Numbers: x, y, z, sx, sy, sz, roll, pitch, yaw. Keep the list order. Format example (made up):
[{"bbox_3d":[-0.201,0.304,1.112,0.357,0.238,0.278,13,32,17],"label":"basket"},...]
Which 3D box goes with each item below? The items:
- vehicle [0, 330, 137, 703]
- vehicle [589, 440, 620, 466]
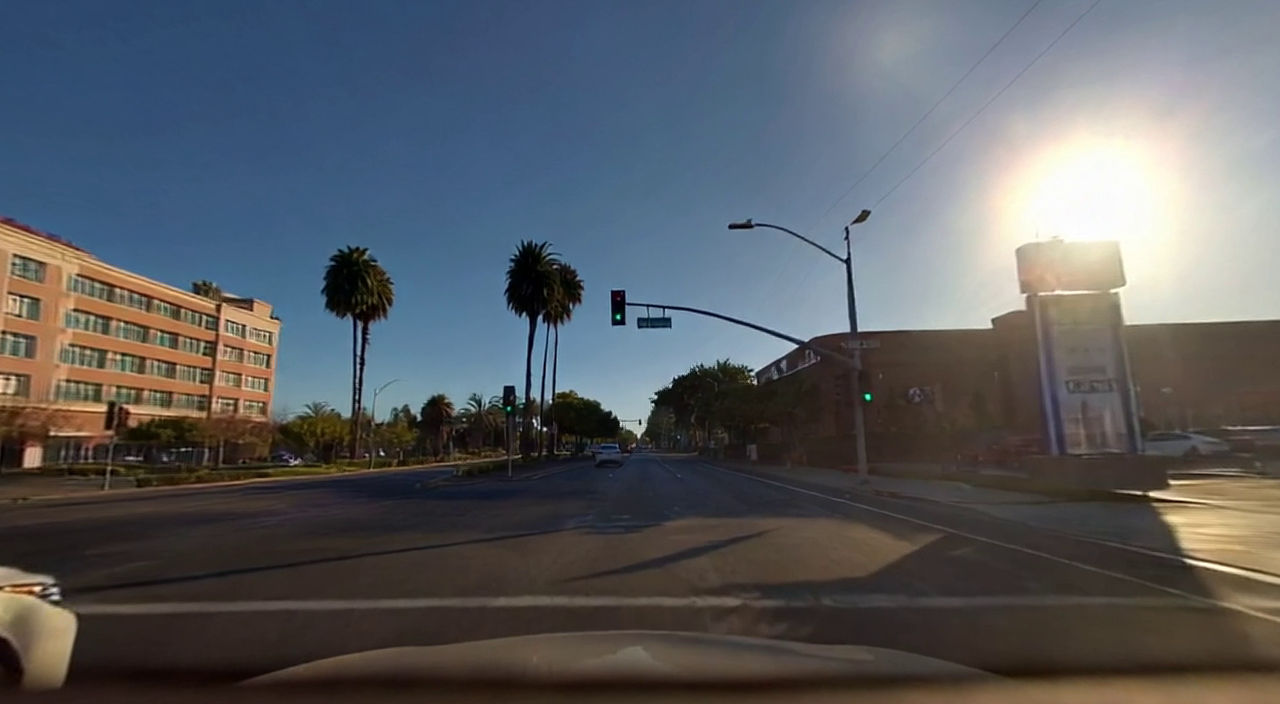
[{"bbox_3d":[-3.315,0.557,0.941,1.751,1.693,3.998,0,-9,0],"label":"vehicle"},{"bbox_3d":[-2.487,7.210,45.087,2.011,1.756,4.478,0,-9,0],"label":"vehicle"}]
